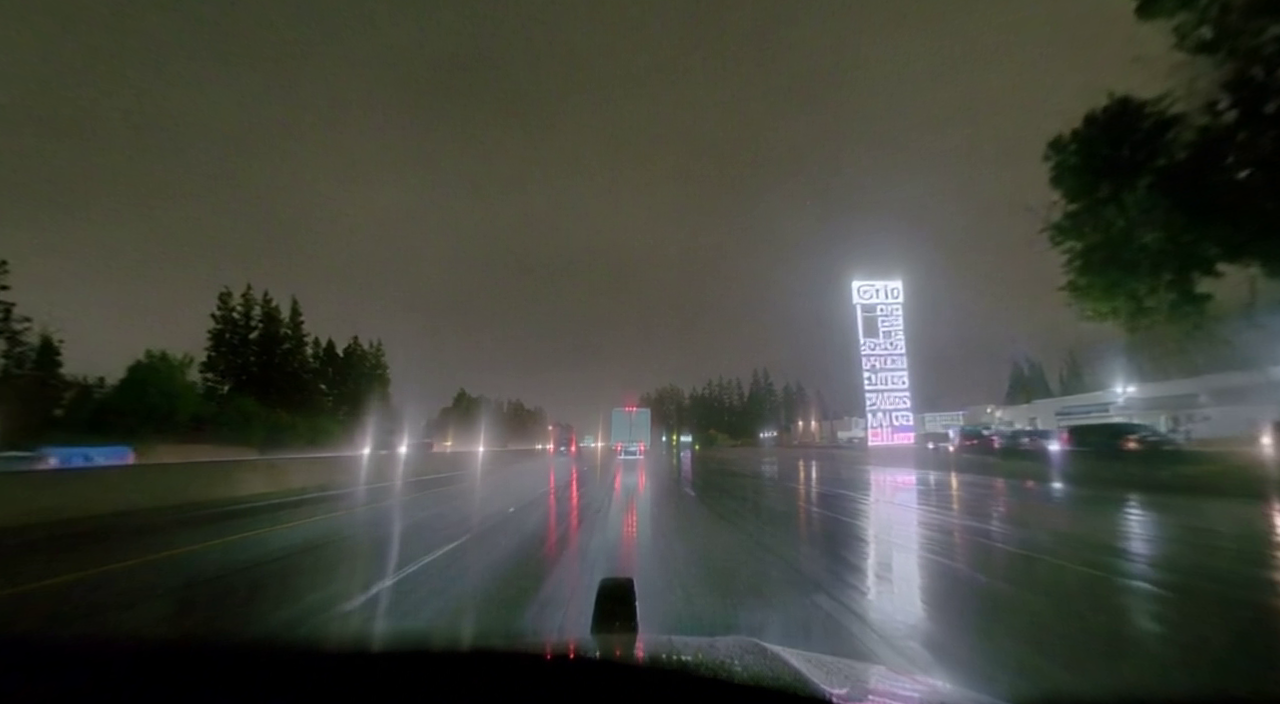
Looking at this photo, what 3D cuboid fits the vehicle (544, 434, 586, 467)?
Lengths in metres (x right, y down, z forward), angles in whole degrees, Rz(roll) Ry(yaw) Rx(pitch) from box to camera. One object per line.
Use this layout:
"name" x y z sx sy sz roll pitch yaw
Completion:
"vehicle" -4.615 6.155 39.637 2.095 1.930 4.680 0 -8 0

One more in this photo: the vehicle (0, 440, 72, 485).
"vehicle" -45.763 7.855 45.212 2.684 3.094 7.583 -1 -8 5

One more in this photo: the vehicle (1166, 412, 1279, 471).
"vehicle" 33.840 5.029 36.102 6.921 3.077 2.698 2 -9 -24

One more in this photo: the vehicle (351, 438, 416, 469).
"vehicle" -16.442 6.509 40.850 2.162 1.862 5.326 0 -8 -3

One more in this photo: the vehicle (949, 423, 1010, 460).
"vehicle" 26.108 6.896 48.864 2.193 2.640 5.959 -1 -8 9
